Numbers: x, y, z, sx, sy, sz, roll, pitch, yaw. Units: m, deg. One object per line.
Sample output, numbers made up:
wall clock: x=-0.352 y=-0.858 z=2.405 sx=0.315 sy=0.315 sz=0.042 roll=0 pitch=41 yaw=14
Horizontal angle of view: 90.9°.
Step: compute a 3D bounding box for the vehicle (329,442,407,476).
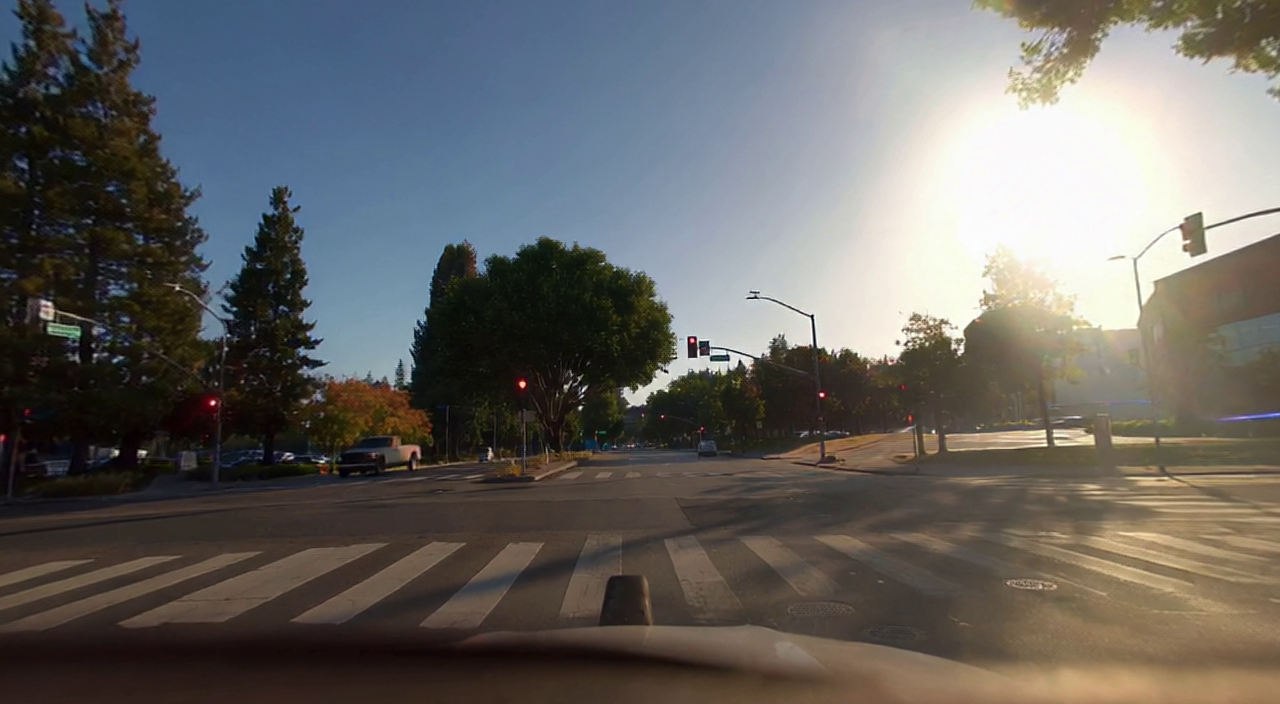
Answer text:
vehicle: x=-14.848 y=5.839 z=34.754 sx=2.169 sy=1.753 sz=4.640 roll=0 pitch=-8 yaw=1
